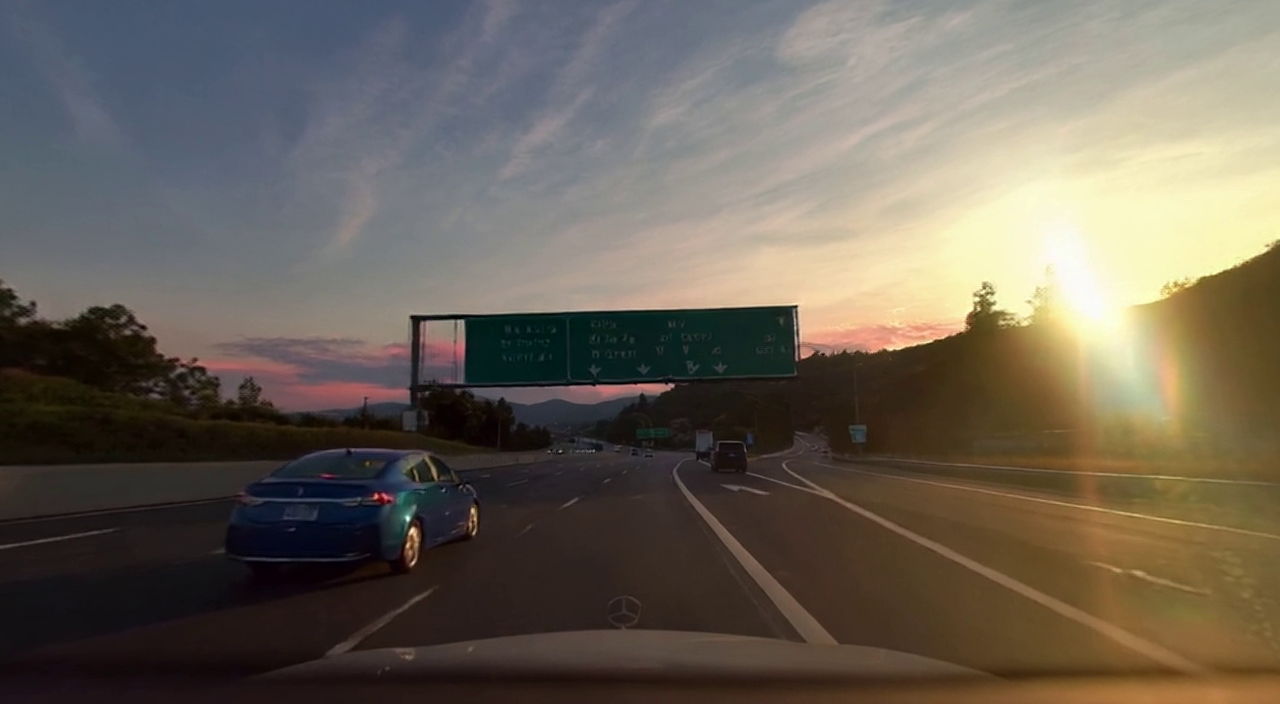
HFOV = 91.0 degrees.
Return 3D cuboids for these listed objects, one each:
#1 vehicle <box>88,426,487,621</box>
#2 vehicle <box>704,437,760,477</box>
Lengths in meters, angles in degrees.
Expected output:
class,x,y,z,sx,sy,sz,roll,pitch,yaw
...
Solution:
class,x,y,z,sx,sy,sz,roll,pitch,yaw
vehicle,-3.287,1.677,7.151,1.937,1.490,4.372,0,-9,1
vehicle,4.487,5.204,31.431,2.225,1.833,4.340,0,-9,1
